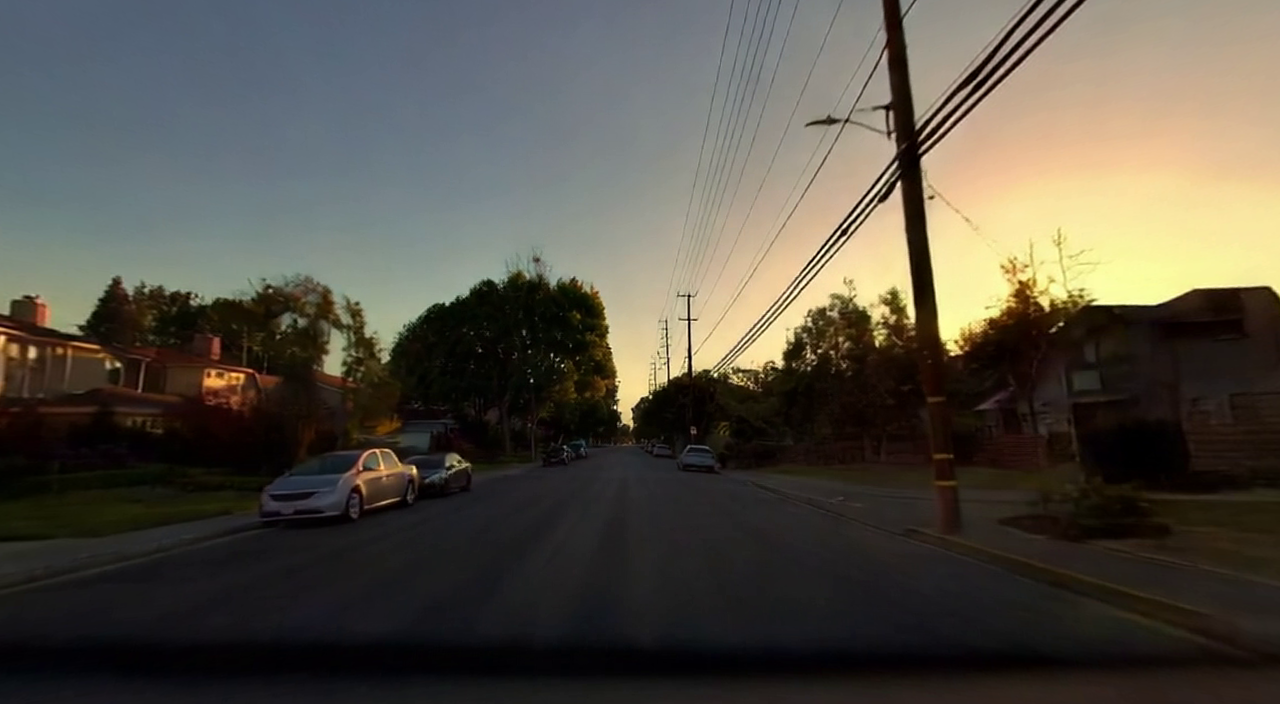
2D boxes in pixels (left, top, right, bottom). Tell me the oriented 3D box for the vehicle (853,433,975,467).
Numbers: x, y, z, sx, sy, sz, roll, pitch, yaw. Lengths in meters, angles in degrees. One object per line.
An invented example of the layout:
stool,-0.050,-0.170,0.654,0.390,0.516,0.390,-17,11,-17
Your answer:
vehicle,12.290,4.419,28.524,4.605,1.492,1.898,0,-9,0

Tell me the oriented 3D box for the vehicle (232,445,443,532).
vehicle,-6.243,2.824,13.943,2.208,1.491,5.089,0,-8,-1

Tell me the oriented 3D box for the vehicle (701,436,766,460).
vehicle,6.989,7.216,47.462,4.486,1.788,2.177,0,-9,-1

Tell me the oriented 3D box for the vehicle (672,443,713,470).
vehicle,3.038,6.108,37.249,1.925,1.482,4.326,0,-9,-2
